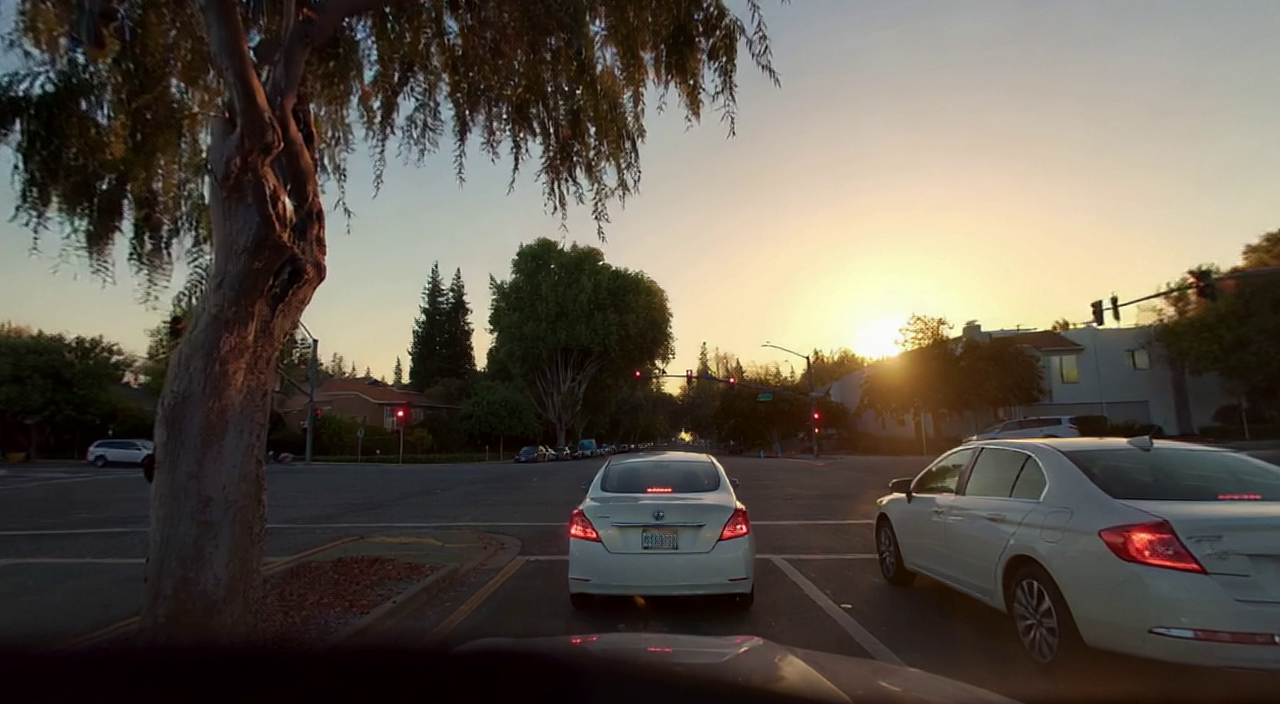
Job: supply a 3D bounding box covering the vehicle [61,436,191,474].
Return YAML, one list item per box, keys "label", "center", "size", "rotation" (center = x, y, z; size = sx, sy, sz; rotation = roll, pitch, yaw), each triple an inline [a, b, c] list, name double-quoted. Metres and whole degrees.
- label: "vehicle"
  center: [-24.331, 4.877, 29.978]
  size: [4.450, 1.684, 1.894]
  rotation: [0, -8, 0]

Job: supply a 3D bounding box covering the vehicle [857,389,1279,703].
- label: "vehicle"
  center: [3.166, 1.125, 3.895]
  size: [1.931, 1.493, 4.555]
  rotation: [0, -8, -1]

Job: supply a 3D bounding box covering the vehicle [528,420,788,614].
- label: "vehicle"
  center: [0.096, 1.564, 6.881]
  size: [2.017, 1.485, 3.813]
  rotation: [0, -8, -1]
